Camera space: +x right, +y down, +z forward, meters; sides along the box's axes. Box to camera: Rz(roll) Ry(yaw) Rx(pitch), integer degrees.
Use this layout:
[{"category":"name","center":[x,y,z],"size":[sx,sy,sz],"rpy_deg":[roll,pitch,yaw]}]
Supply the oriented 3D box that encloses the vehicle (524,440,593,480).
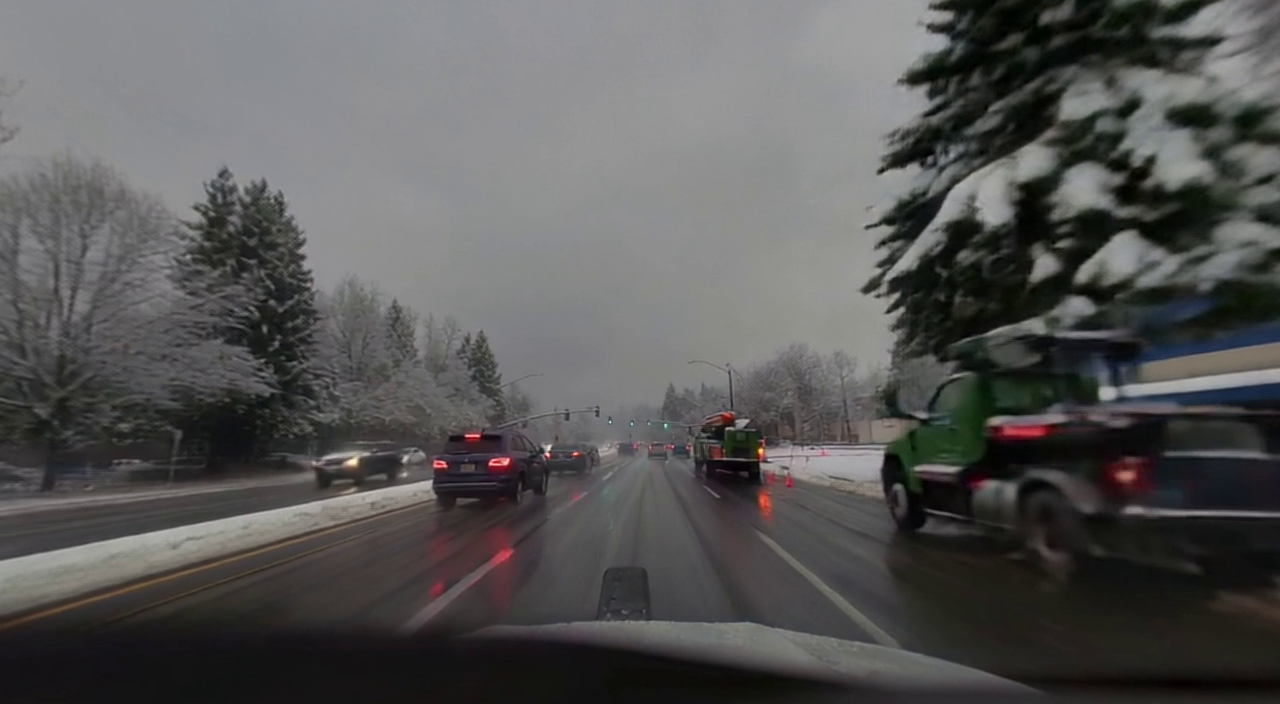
[{"category":"vehicle","center":[-3.239,4.407,26.047],"size":[2.107,1.482,4.674],"rpy_deg":[0,-8,1]}]

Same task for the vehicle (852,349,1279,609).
[{"category":"vehicle","center":[5.435,1.577,8.877],"size":[2.653,2.231,6.793],"rpy_deg":[0,-8,1]}]

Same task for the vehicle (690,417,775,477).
[{"category":"vehicle","center":[4.181,4.575,30.461],"size":[2.760,2.465,7.936],"rpy_deg":[0,-8,-1]}]

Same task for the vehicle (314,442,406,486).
[{"category":"vehicle","center":[-12.278,4.918,27.981],"size":[1.920,1.758,4.452],"rpy_deg":[0,-8,1]}]

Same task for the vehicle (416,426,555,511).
[{"category":"vehicle","center":[-3.400,2.658,14.880],"size":[2.038,1.682,4.399],"rpy_deg":[0,-8,2]}]
